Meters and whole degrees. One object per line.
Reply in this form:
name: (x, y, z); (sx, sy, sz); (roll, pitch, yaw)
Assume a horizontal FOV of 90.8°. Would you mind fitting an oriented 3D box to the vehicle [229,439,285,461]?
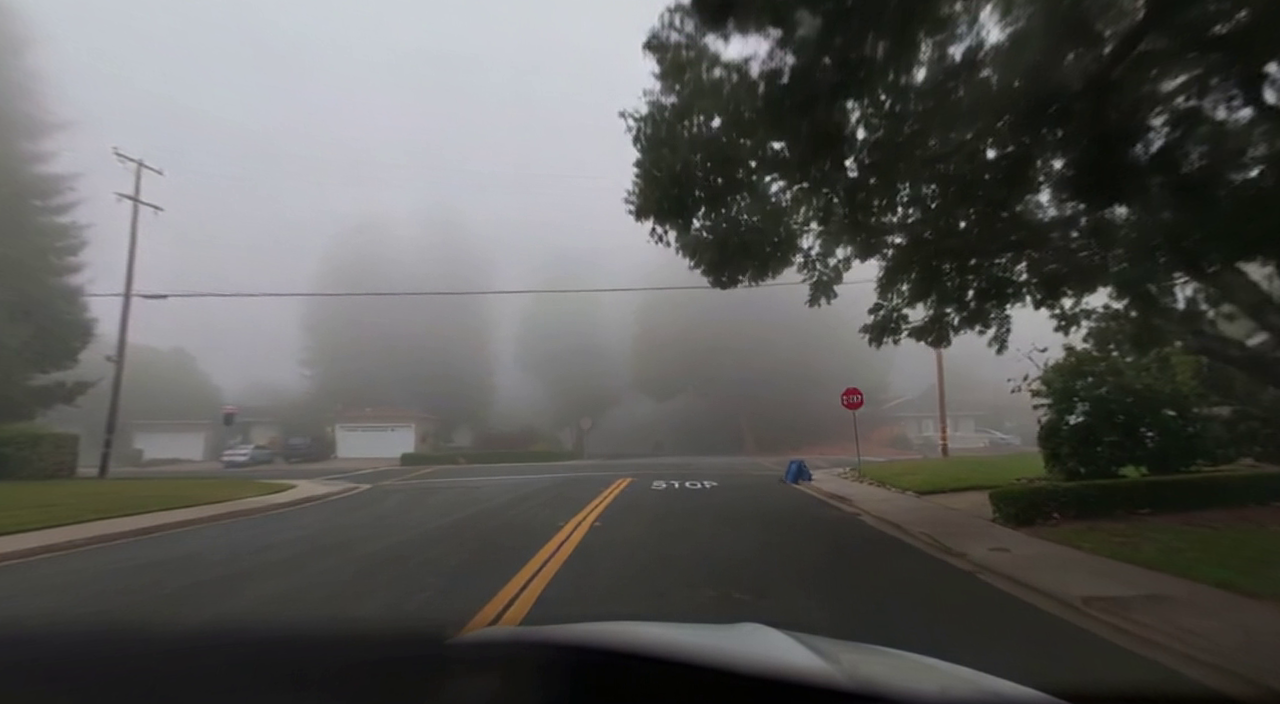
vehicle: (-24.619, 6.296, 40.769); (1.864, 1.337, 3.943); (3, -8, -13)
